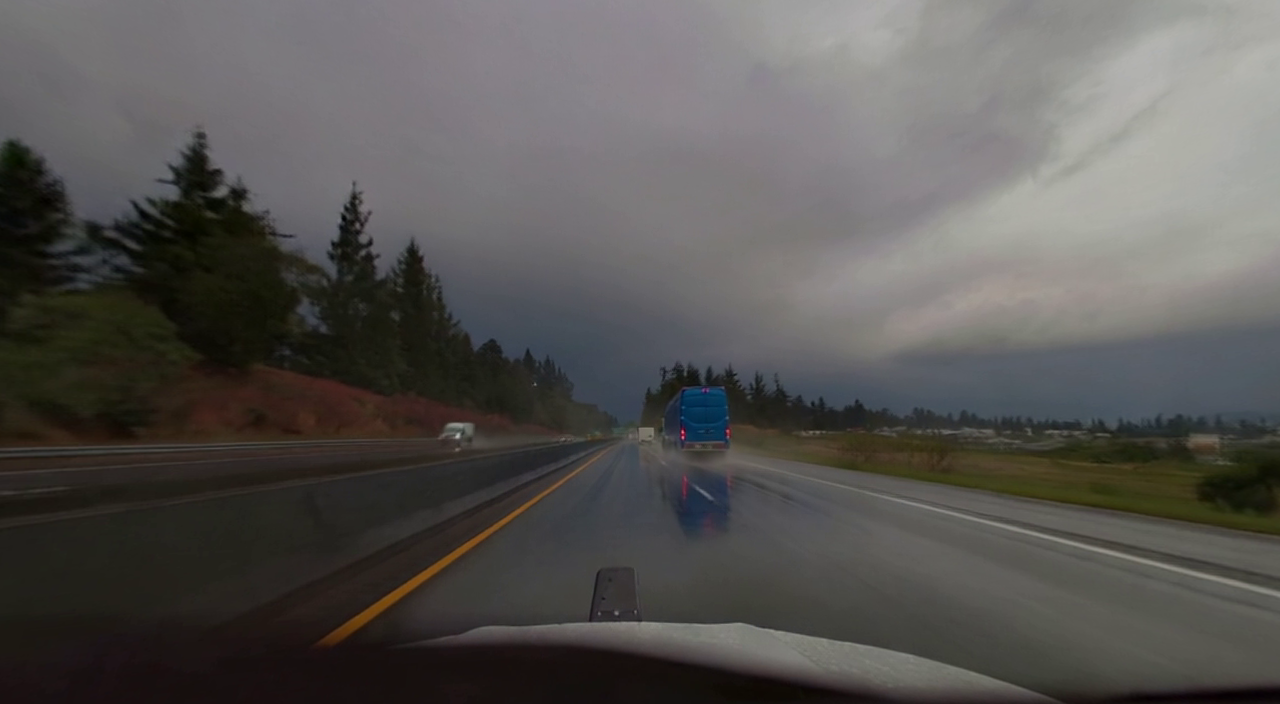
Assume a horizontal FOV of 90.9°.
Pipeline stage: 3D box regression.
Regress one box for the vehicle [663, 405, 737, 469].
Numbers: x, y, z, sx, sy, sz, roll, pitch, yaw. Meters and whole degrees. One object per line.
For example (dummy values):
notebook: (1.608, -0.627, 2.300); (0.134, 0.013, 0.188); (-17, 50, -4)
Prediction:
vehicle: (2.553, 3.872, 28.753); (2.570, 2.596, 6.082); (0, -8, -2)
